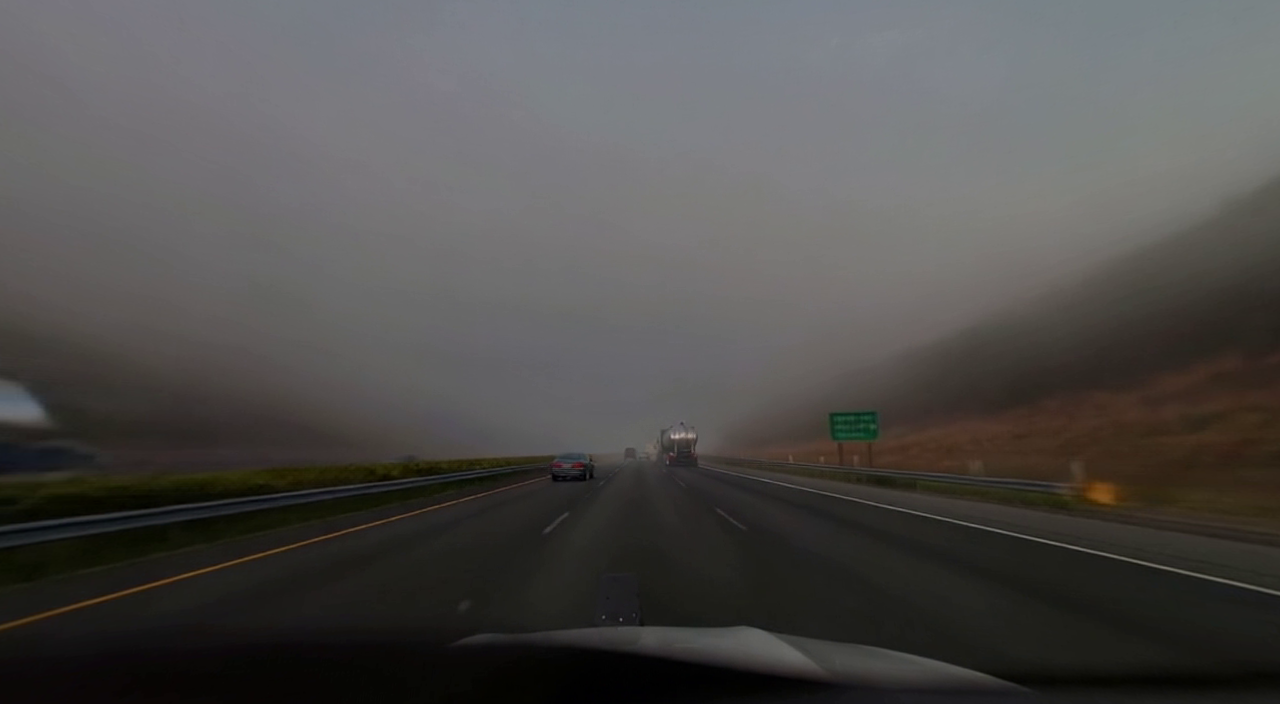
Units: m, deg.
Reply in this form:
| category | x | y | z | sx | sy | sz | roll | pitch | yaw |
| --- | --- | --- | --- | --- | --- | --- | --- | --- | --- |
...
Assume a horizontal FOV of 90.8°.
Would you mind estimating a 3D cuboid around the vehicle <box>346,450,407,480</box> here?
| category | x | y | z | sx | sy | sz | roll | pitch | yaw |
| --- | --- | --- | --- | --- | --- | --- | --- | --- | --- |
| vehicle | -19.348 | 8.310 | 46.627 | 2.215 | 2.016 | 5.106 | -1 | -9 | 0 |

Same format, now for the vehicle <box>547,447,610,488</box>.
| category | x | y | z | sx | sy | sz | roll | pitch | yaw |
| --- | --- | --- | --- | --- | --- | --- | --- | --- | --- |
| vehicle | -2.386 | 4.593 | 25.434 | 2.013 | 1.498 | 3.908 | -1 | -9 | 2 |
